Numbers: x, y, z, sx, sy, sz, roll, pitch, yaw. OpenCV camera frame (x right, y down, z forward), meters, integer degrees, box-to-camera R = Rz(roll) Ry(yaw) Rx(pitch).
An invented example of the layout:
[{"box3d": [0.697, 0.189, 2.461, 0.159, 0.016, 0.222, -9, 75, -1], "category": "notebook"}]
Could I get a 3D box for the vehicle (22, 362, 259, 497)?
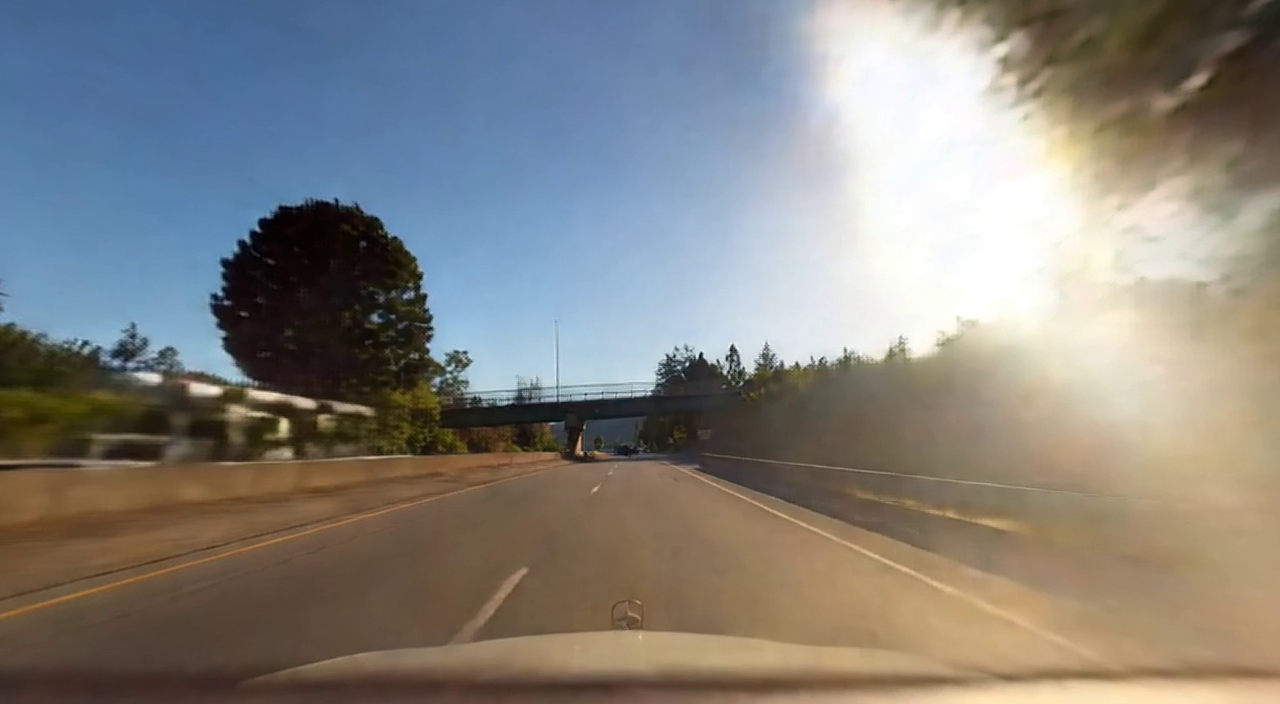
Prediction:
[{"box3d": [-16.296, 2.669, 21.314, 3.008, 3.916, 5.886, 0, -9, -1], "category": "vehicle"}]
